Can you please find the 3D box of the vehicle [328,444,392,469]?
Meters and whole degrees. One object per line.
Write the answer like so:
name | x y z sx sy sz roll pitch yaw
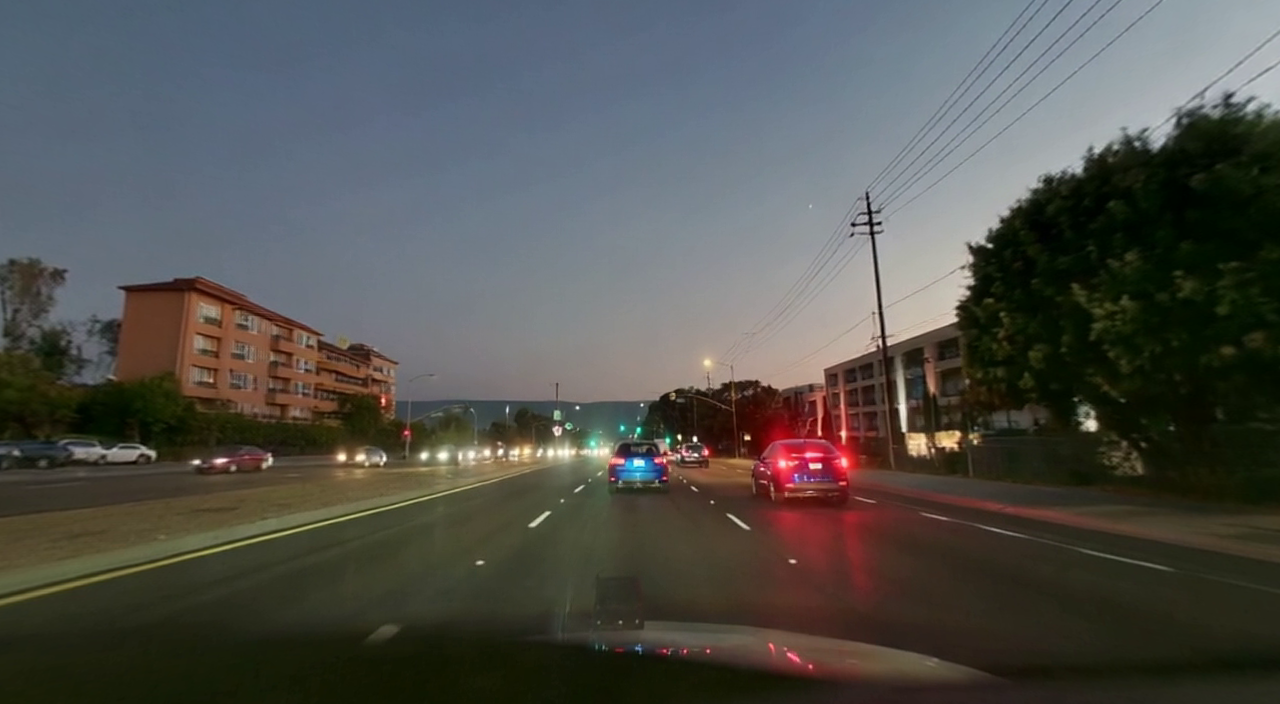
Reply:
vehicle | -17.406 6.498 39.506 1.873 1.459 4.447 0 -9 1

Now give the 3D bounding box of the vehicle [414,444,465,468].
vehicle | -13.776 7.159 43.638 1.981 1.572 4.575 0 -9 0

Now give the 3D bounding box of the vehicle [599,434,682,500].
vehicle | -0.027 3.174 17.804 2.073 1.606 3.933 0 -9 -1

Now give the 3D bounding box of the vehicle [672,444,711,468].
vehicle | 3.255 6.724 41.042 2.054 1.461 4.321 0 -9 -1

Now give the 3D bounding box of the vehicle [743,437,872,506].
vehicle | 4.140 3.023 16.467 2.086 1.534 4.351 0 -9 -1

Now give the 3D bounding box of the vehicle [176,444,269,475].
vehicle | -21.607 5.552 32.924 1.821 1.485 4.393 0 -9 0
